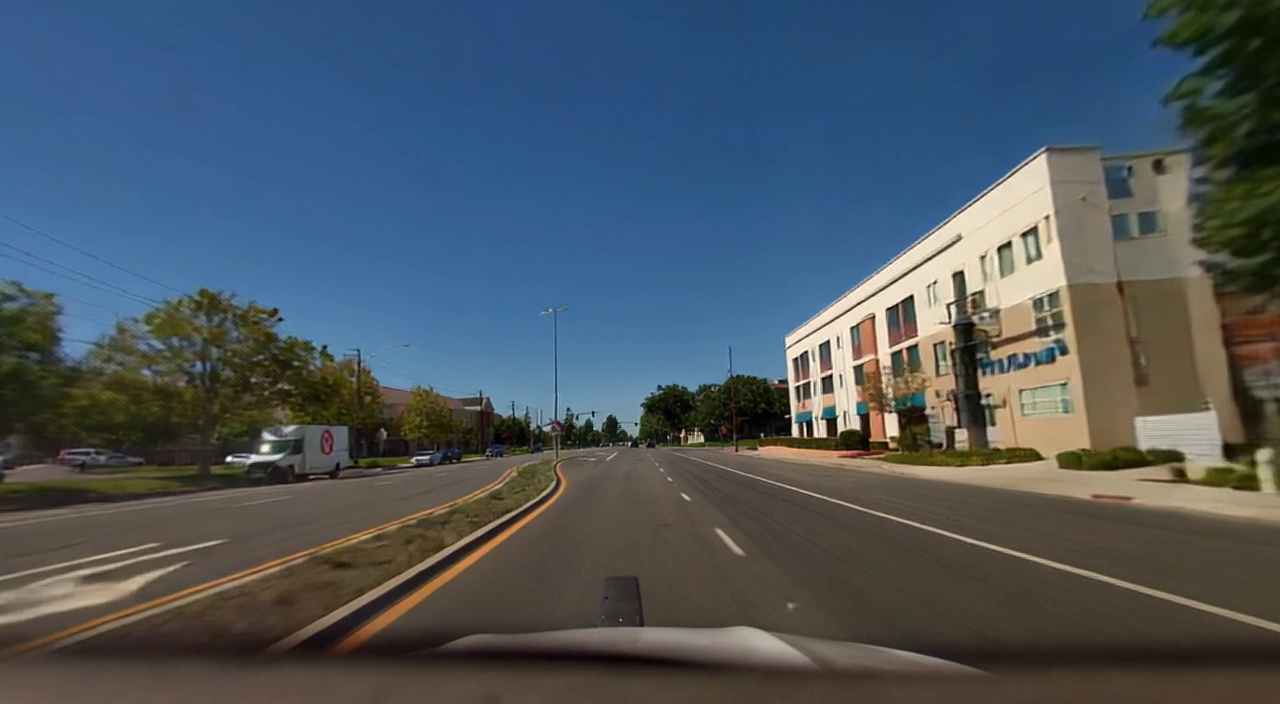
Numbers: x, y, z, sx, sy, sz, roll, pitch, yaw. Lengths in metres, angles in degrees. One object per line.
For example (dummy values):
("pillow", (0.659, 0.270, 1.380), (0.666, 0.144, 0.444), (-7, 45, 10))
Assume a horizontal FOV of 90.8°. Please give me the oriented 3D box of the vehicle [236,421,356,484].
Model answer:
("vehicle", (-19.388, 5.697, 36.168), (2.834, 3.225, 6.752), (-1, -9, 2))
